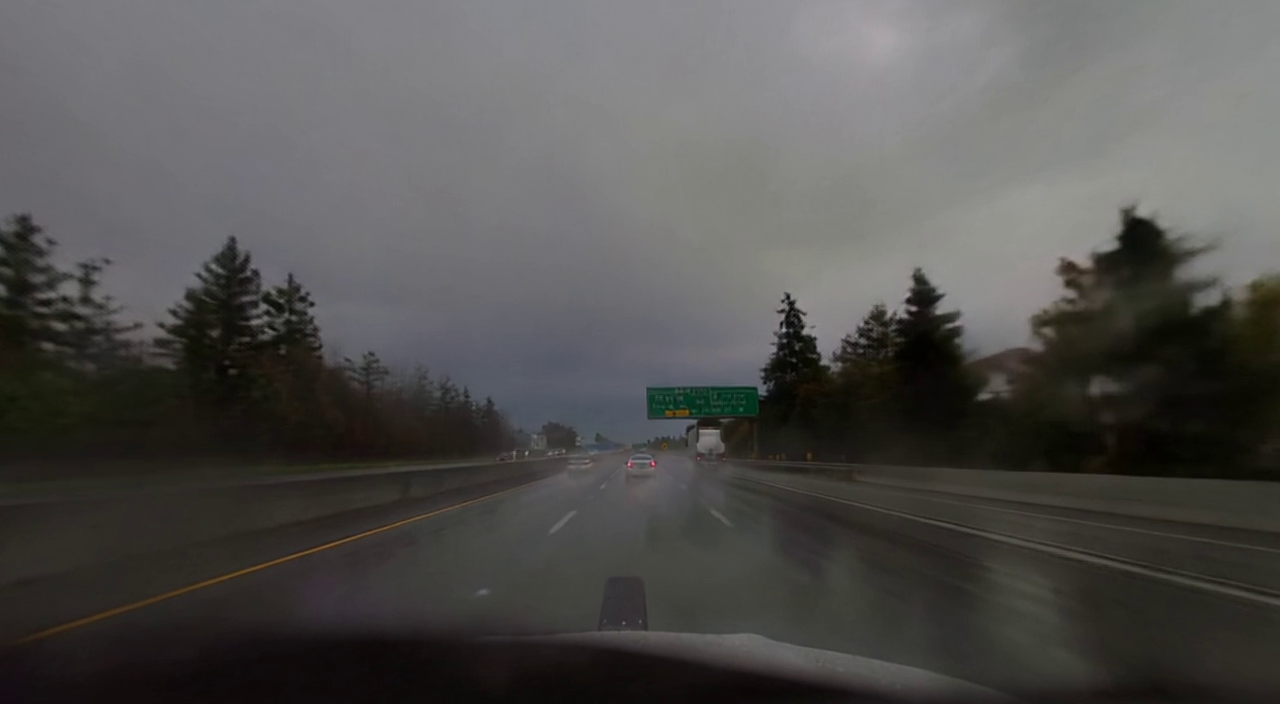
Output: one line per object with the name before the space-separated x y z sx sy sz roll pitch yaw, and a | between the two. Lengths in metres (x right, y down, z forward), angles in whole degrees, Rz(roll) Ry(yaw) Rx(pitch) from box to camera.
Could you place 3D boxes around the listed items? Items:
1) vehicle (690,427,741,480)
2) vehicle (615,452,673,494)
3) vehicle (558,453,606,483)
vehicle | 4.916 6.429 39.862 2.650 2.978 6.937 -3 -10 10
vehicle | 0.101 4.744 25.133 2.089 1.516 4.191 0 -9 -1
vehicle | -3.015 6.146 33.707 2.105 1.467 4.099 0 -9 1
